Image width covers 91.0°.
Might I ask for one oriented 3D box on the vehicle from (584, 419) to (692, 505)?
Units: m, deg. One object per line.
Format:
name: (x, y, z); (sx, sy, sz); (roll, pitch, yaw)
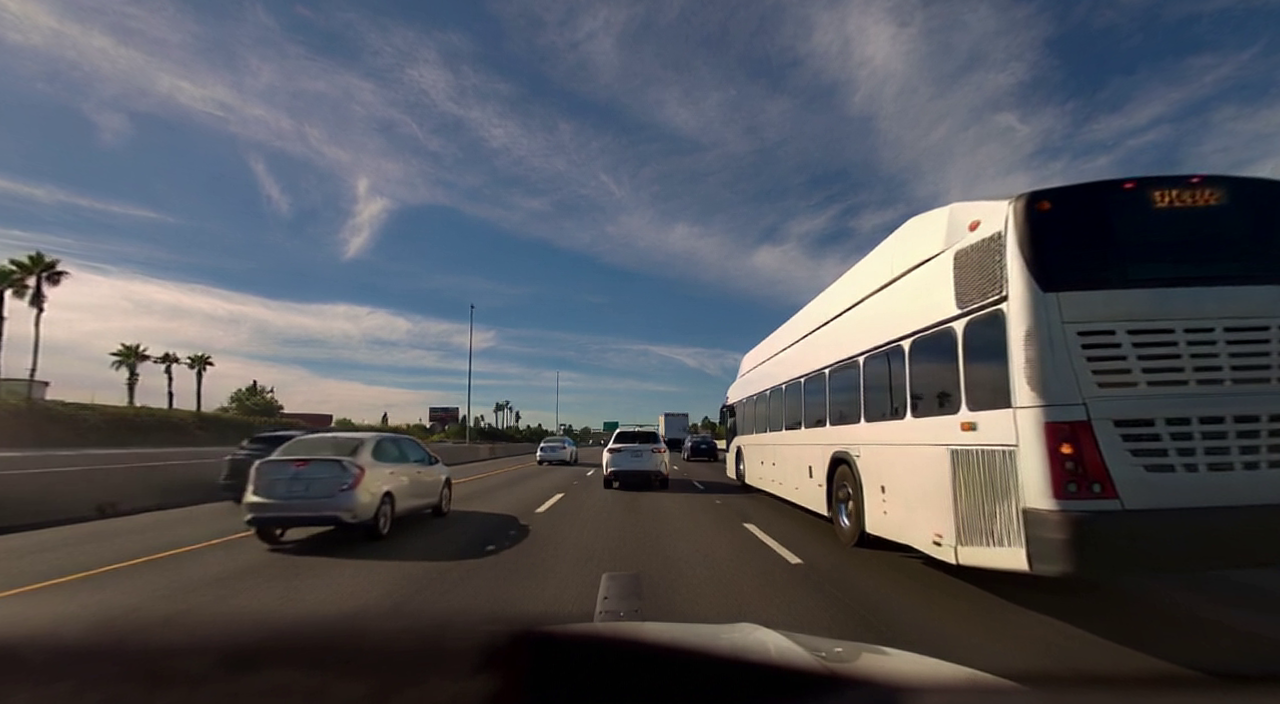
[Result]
vehicle: (-0.009, 2.640, 15.454); (2.268, 1.796, 4.280); (0, -9, 1)

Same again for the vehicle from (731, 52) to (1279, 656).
vehicle: (4.007, 0.964, 10.804); (3.020, 3.622, 14.302); (0, -9, 1)

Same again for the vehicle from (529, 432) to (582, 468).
vehicle: (-4.475, 5.279, 33.958); (2.100, 1.765, 4.743); (0, -9, 1)

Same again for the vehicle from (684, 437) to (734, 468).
vehicle: (3.561, 5.326, 33.392); (2.039, 1.516, 4.521); (0, -9, -2)

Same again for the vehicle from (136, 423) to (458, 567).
vehicle: (-4.386, 1.901, 9.185); (2.040, 1.536, 4.680); (0, -9, 0)
